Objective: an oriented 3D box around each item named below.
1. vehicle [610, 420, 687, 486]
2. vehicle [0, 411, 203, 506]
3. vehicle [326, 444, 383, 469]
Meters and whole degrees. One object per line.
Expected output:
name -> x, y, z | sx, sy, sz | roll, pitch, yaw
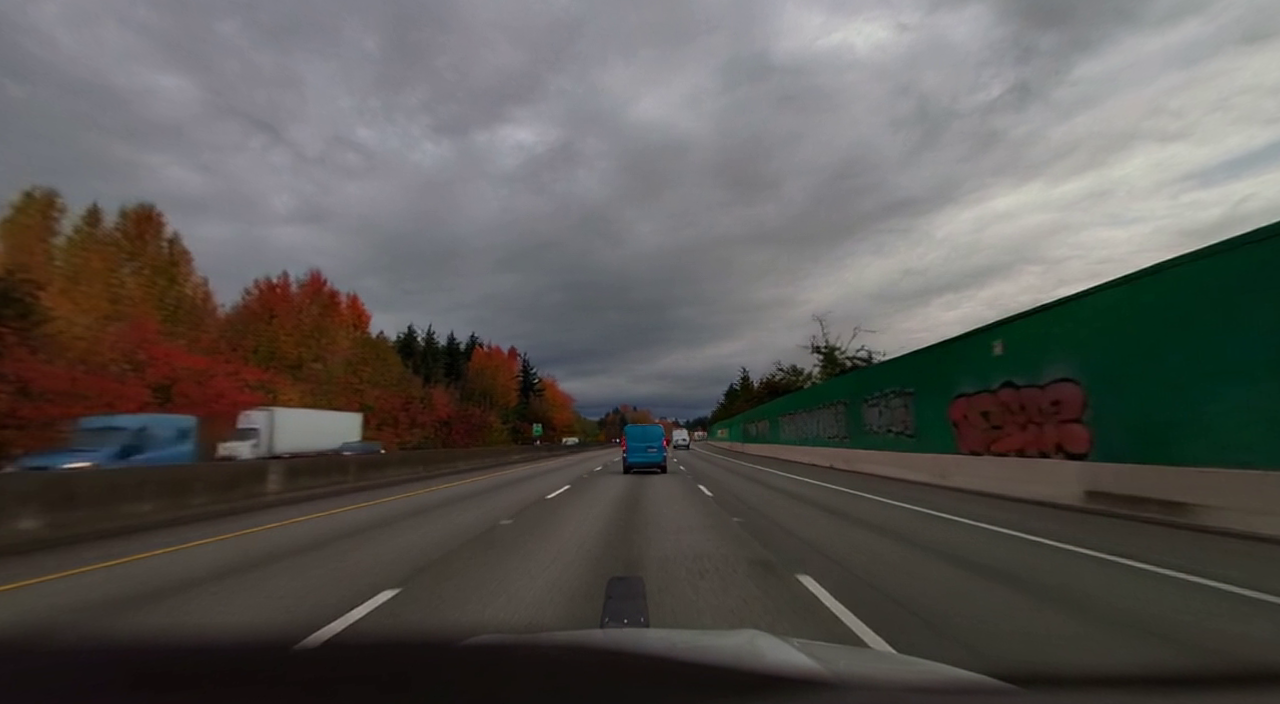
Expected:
vehicle -> 0.237, 3.328, 21.032 | 2.283, 1.956, 4.421 | 0, -8, 0
vehicle -> -16.993, 3.218, 19.551 | 2.401, 2.471, 5.918 | 0, -8, 1
vehicle -> -18.967, 6.949, 41.987 | 1.864, 1.588, 4.152 | 0, -8, 0
